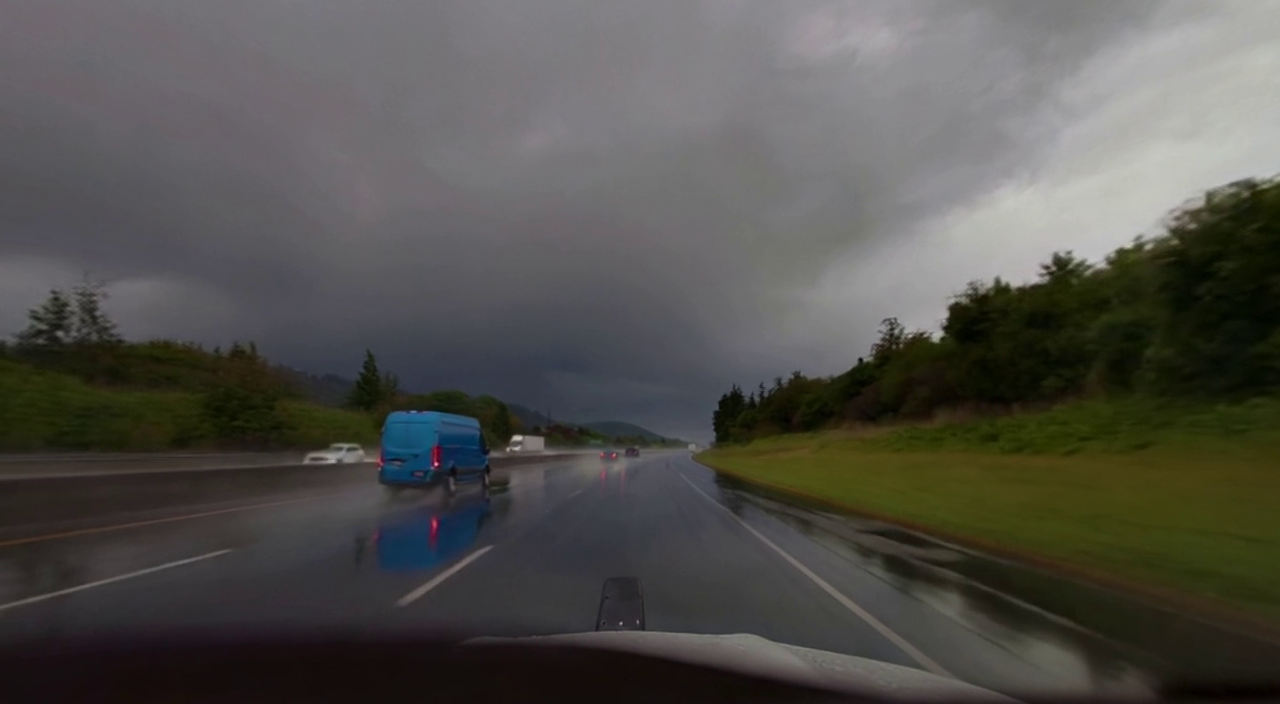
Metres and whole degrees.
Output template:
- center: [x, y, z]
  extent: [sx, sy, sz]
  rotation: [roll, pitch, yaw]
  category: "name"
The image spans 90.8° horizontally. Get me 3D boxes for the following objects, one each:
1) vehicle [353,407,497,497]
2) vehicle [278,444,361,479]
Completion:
- center: [-6.714, 3.269, 20.745]
  extent: [2.449, 2.471, 6.130]
  rotation: [-1, -9, 1]
  category: "vehicle"
- center: [-17.867, 6.104, 35.451]
  extent: [2.028, 1.805, 4.789]
  rotation: [-1, -9, 2]
  category: "vehicle"
